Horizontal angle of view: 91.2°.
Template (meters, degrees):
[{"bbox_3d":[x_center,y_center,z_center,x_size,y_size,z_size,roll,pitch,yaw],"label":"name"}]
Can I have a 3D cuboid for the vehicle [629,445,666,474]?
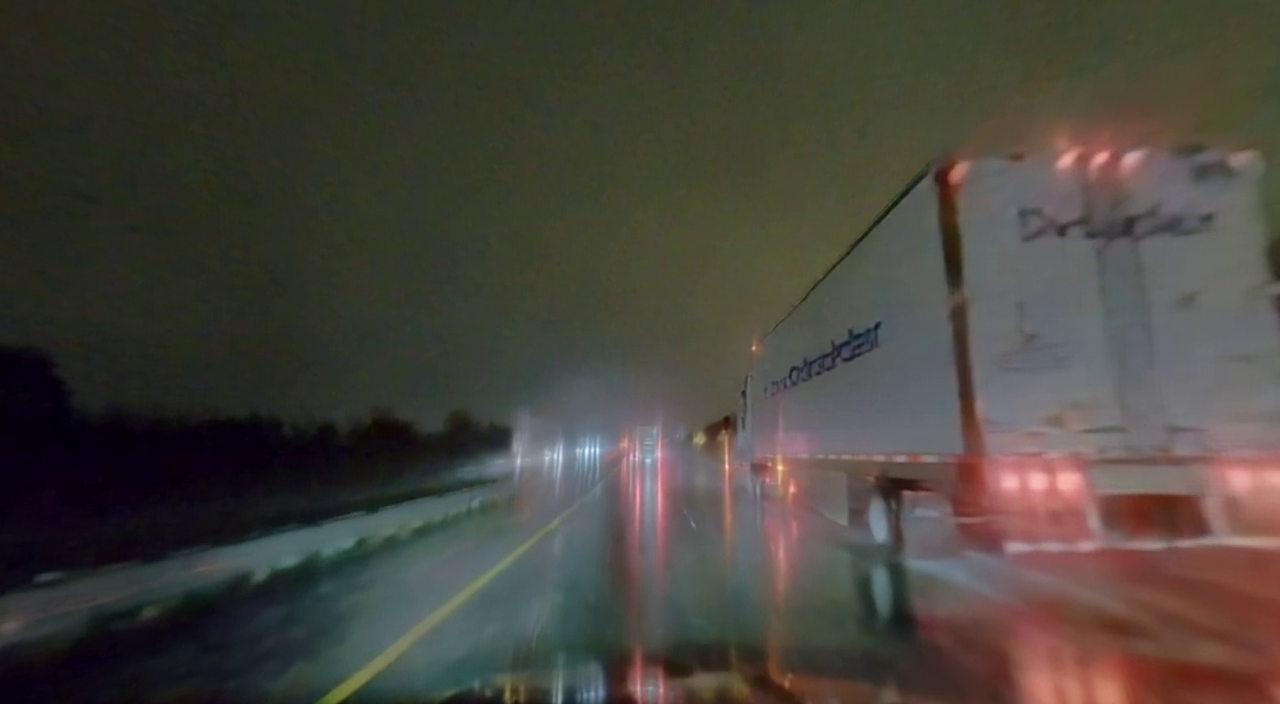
[{"bbox_3d":[0.422,6.643,38.841,2.160,1.691,4.243,0,-9,0],"label":"vehicle"}]

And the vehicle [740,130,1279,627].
[{"bbox_3d":[4.827,1.248,12.707,3.167,4.180,14.924,2,-9,0],"label":"vehicle"}]
